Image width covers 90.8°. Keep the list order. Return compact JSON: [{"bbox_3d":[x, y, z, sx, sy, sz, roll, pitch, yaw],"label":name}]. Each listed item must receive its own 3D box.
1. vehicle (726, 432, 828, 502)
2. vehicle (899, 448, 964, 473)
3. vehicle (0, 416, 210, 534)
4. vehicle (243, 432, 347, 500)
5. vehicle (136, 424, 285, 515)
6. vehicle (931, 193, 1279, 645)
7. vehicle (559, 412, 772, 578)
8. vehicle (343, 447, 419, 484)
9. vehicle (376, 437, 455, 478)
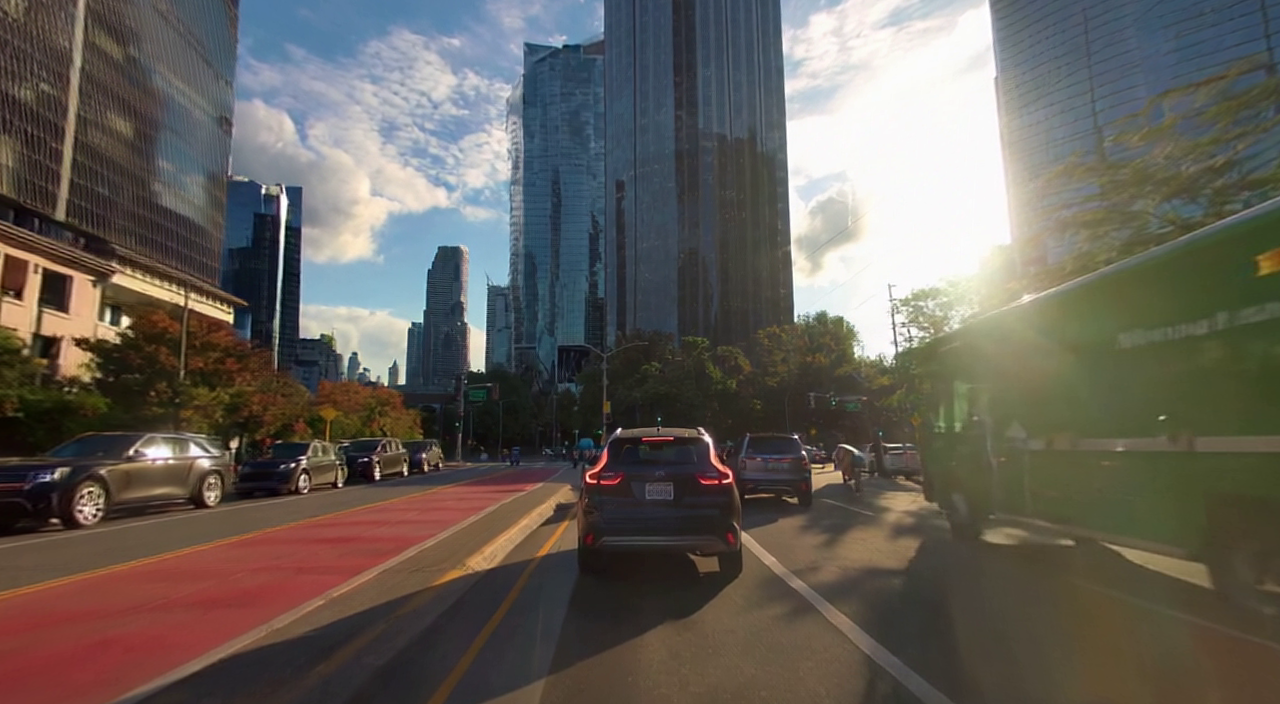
[{"bbox_3d":[3.872,3.332,18.754,2.143,1.793,4.763,0,-8,3],"label":"vehicle"},{"bbox_3d":[22.460,8.316,48.720,4.211,1.820,2.094,-6,-10,33],"label":"vehicle"},{"bbox_3d":[-10.325,2.310,12.331,1.543,1.946,3.454,1,-9,-5],"label":"vehicle"},{"bbox_3d":[-10.952,3.602,20.342,1.559,1.973,3.419,1,-9,-4],"label":"vehicle"},{"bbox_3d":[-10.659,2.904,15.983,1.482,2.019,3.297,0,-9,-3],"label":"vehicle"},{"bbox_3d":[6.136,0.756,6.331,3.113,3.116,7.650,-1,-8,3],"label":"vehicle"},{"bbox_3d":[0.328,1.792,8.690,2.192,1.695,4.142,0,-8,2],"label":"vehicle"},{"bbox_3d":[-11.226,4.934,27.726,1.791,1.463,4.210,0,-9,-4],"label":"vehicle"},{"bbox_3d":[-11.634,5.504,33.248,2.338,1.963,5.740,0,-9,-3],"label":"vehicle"}]
